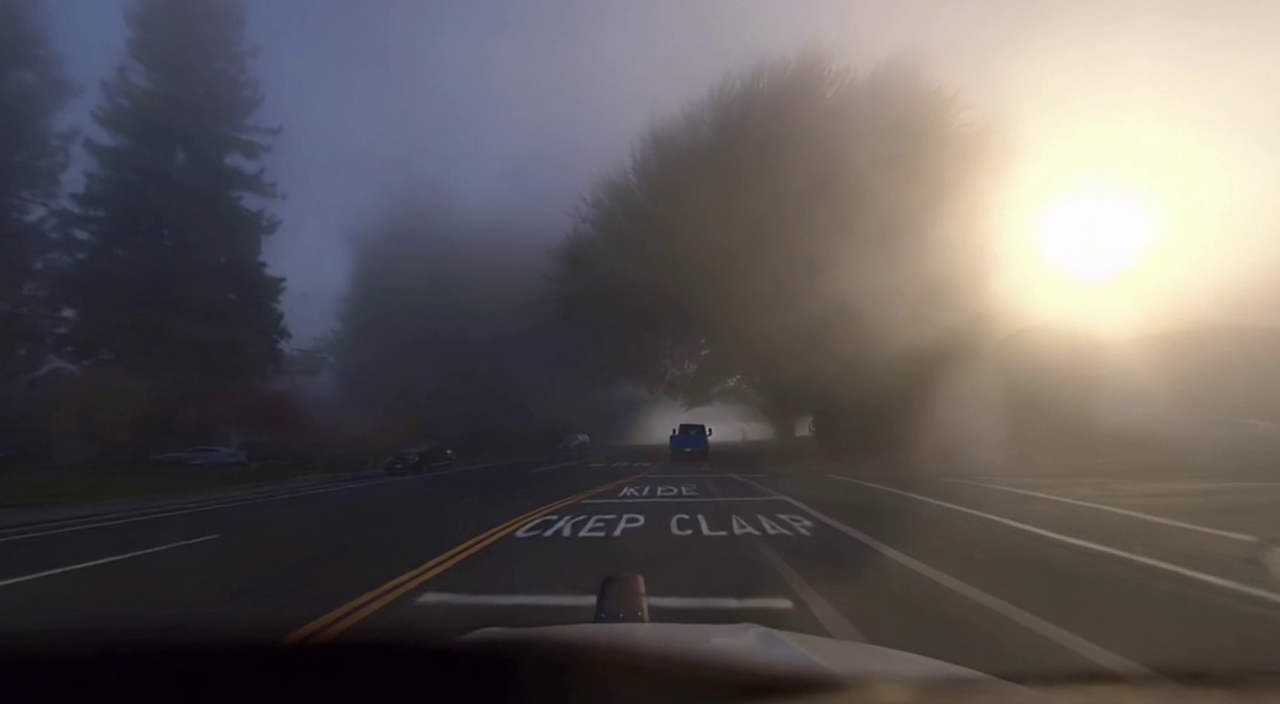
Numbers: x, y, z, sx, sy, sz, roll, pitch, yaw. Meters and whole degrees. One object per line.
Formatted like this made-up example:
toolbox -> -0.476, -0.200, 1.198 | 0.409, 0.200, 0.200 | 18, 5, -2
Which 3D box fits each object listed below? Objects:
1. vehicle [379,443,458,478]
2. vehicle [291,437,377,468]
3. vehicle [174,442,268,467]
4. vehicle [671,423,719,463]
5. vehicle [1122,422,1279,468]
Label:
vehicle -> -11.282, 5.534, 32.539 | 1.873, 1.508, 4.483 | -3, -7, 9
vehicle -> -18.310, 6.023, 37.904 | 4.168, 1.735, 1.925 | -1, -8, 3
vehicle -> -24.788, 6.082, 37.459 | 4.268, 1.409, 1.897 | -1, -8, 3
vehicle -> 2.978, 4.844, 33.571 | 2.153, 1.942, 4.767 | -2, -8, 9
vehicle -> 19.433, 3.185, 21.612 | 4.155, 1.456, 2.034 | -1, -8, 2
